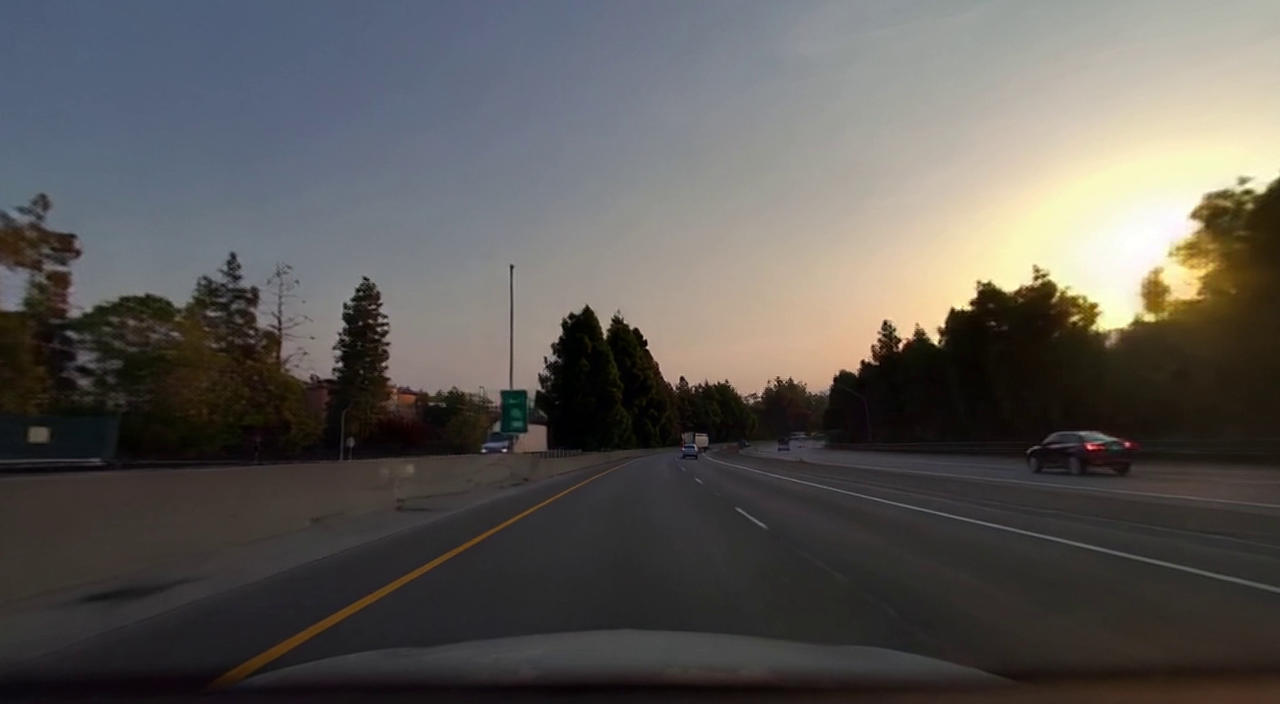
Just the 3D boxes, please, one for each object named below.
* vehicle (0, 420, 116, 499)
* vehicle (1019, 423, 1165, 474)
[{"bbox_3d":[-28.504,4.919,28.977,2.902,3.325,6.480,-1,-9,2],"label":"vehicle"},{"bbox_3d":[17.559,3.801,24.830,2.061,1.776,4.476,1,-9,-7],"label":"vehicle"}]
